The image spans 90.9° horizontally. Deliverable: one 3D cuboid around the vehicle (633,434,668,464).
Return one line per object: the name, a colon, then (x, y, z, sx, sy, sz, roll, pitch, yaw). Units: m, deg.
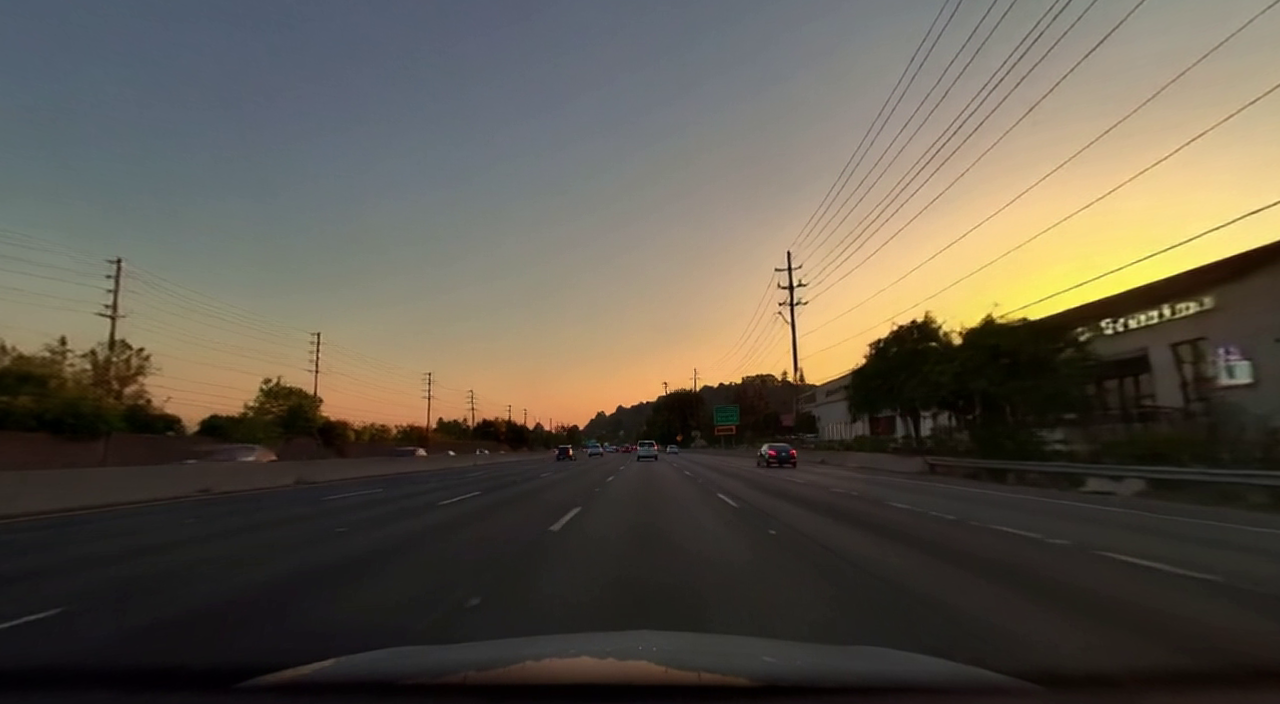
vehicle: (0.793, 7.624, 49.733, 2.622, 2.208, 5.320, 0, -8, 0)

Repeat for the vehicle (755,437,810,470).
vehicle: (7.675, 5.520, 34.424, 1.937, 1.698, 4.322, 0, -8, -1)
